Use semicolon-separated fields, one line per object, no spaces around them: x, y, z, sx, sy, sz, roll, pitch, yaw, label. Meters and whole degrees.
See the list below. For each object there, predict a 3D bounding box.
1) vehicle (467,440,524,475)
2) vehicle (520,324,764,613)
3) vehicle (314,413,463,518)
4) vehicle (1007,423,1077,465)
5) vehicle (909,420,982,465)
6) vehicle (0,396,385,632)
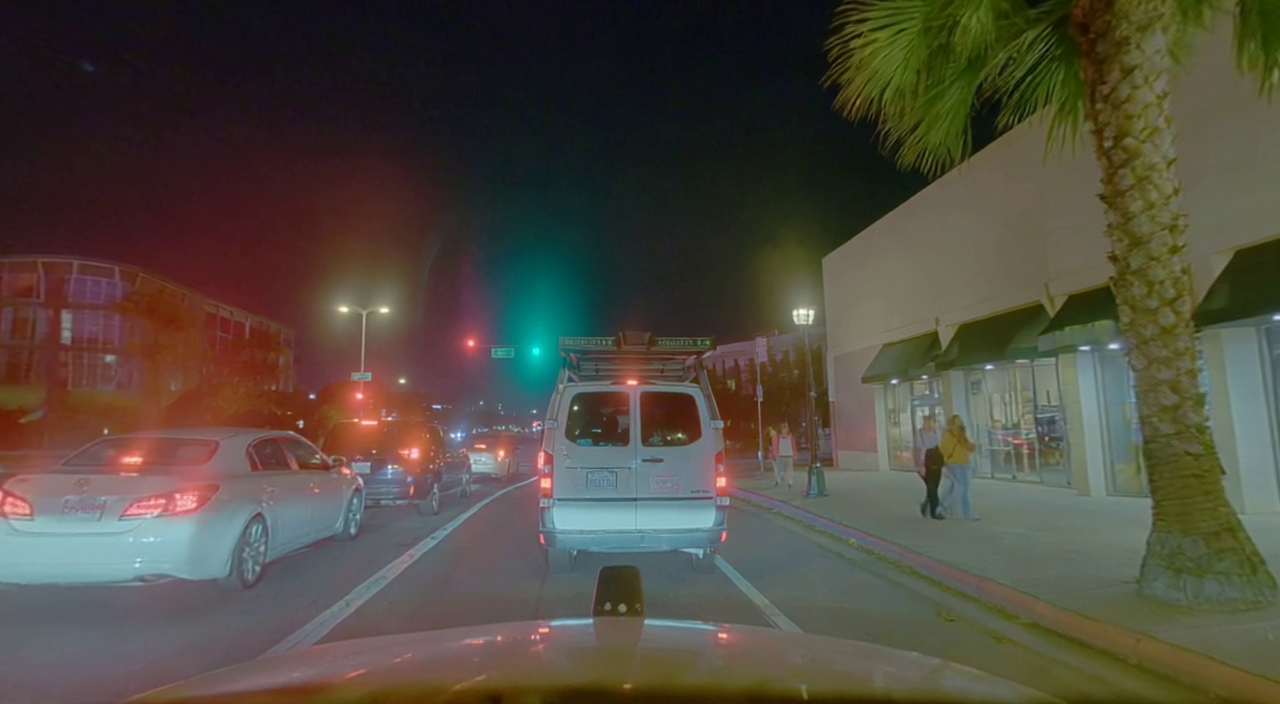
-6.842;4.886;29.561;1.818;1.479;4.428;4;-9;-22;vehicle
-0.201;1.214;7.162;1.902;2.238;4.263;1;-9;-6;vehicle
-5.210;2.413;13.887;2.089;1.854;5.022;2;-9;-11;vehicle
15.786;3.616;24.713;2.048;1.475;3.972;-6;-10;34;vehicle
12.643;3.755;26.044;2.046;1.675;3.924;-6;-10;33;vehicle
-4.399;1.468;6.671;1.986;1.643;4.315;1;-9;-6;vehicle
